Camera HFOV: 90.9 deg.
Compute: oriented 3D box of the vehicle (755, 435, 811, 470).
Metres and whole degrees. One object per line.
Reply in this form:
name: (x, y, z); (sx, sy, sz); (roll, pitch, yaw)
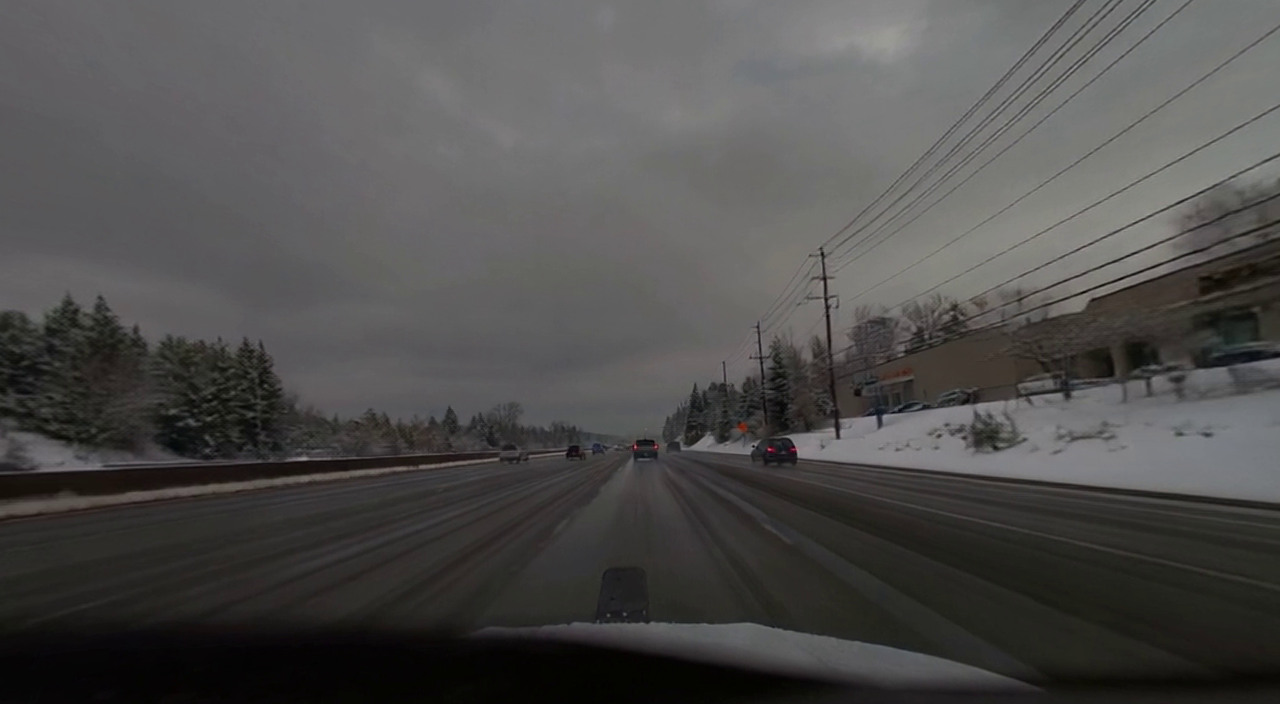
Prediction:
vehicle: (7.649, 5.418, 34.121); (1.937, 1.698, 4.322); (0, -8, -1)
